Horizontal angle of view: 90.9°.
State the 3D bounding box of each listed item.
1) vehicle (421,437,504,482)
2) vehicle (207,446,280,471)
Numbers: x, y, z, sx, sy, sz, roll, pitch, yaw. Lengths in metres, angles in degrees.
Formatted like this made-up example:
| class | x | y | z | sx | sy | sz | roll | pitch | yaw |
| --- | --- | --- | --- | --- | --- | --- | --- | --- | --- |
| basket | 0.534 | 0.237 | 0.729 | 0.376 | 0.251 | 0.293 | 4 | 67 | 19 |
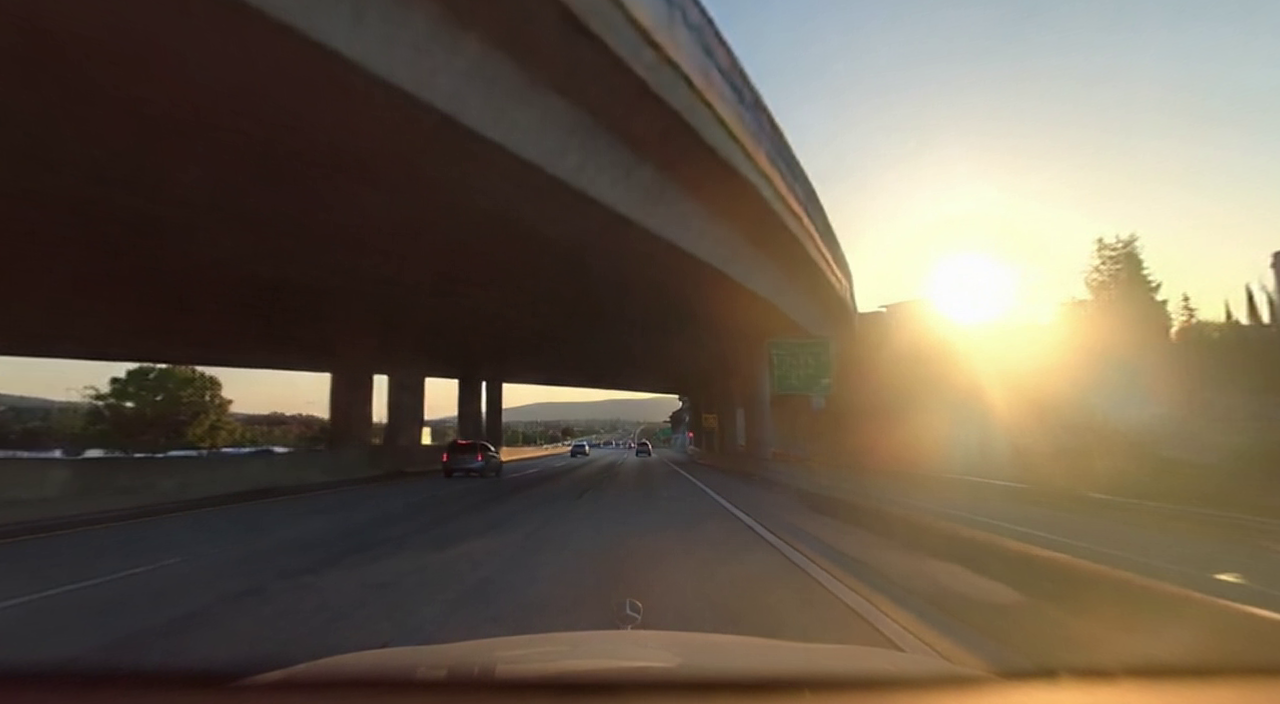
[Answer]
| class | x | y | z | sx | sy | sz | roll | pitch | yaw |
| --- | --- | --- | --- | --- | --- | --- | --- | --- | --- |
| vehicle | -7.167 | 4.371 | 26.040 | 2.088 | 1.678 | 4.426 | 0 | -8 | 1 |
| vehicle | -28.309 | 7.591 | 45.226 | 1.962 | 1.595 | 4.953 | 0 | -8 | 1 |
